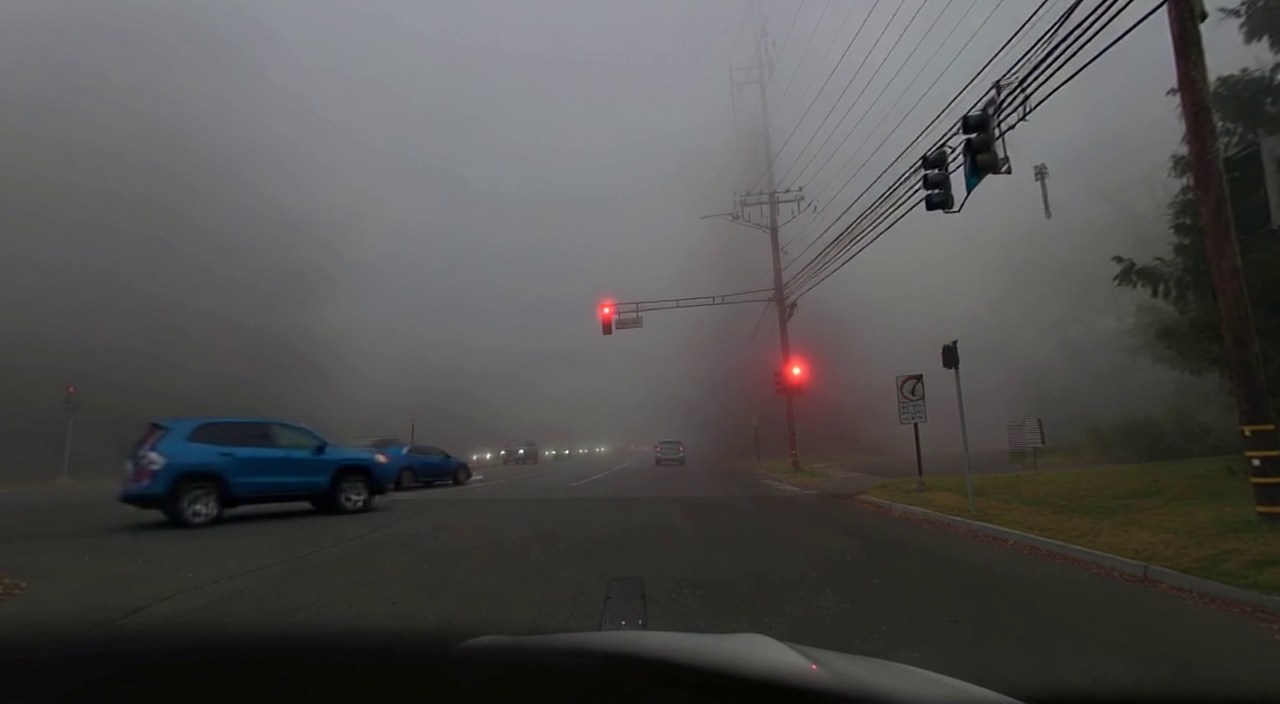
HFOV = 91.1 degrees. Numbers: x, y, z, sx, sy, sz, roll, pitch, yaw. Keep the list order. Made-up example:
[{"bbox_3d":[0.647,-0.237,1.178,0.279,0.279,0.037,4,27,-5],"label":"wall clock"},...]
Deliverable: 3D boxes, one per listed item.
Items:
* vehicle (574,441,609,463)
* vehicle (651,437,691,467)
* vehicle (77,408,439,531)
[{"bbox_3d":[-3.490,7.254,45.661,1.904,1.482,4.603,-1,-8,4],"label":"vehicle"},{"bbox_3d":[1.761,5.875,37.100,2.051,1.666,4.607,0,-8,-1],"label":"vehicle"},{"bbox_3d":[-7.496,2.310,12.973,5.930,1.986,2.137,7,-11,-39],"label":"vehicle"}]
